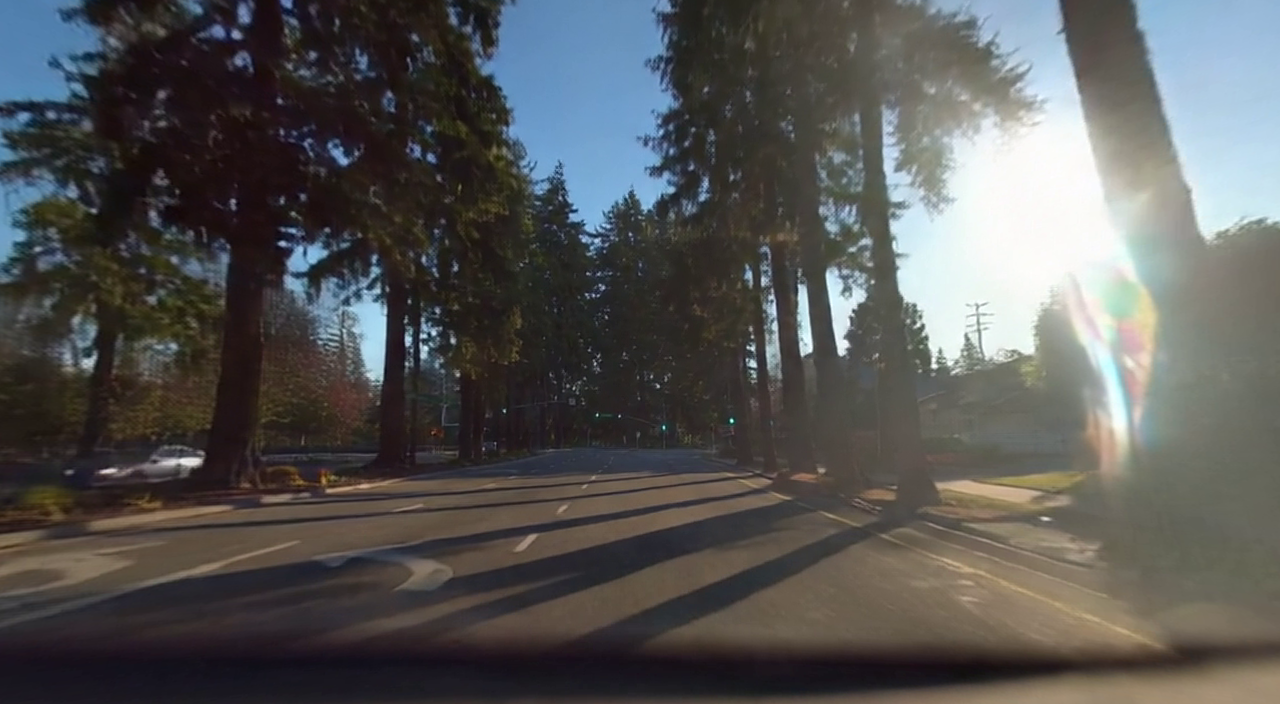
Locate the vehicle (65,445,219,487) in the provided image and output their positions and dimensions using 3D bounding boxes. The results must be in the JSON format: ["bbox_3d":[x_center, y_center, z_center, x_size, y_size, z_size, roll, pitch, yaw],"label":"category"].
[{"bbox_3d":[-19.799,4.513,25.422,2.042,1.484,4.950,0,-8,2],"label":"vehicle"}]
